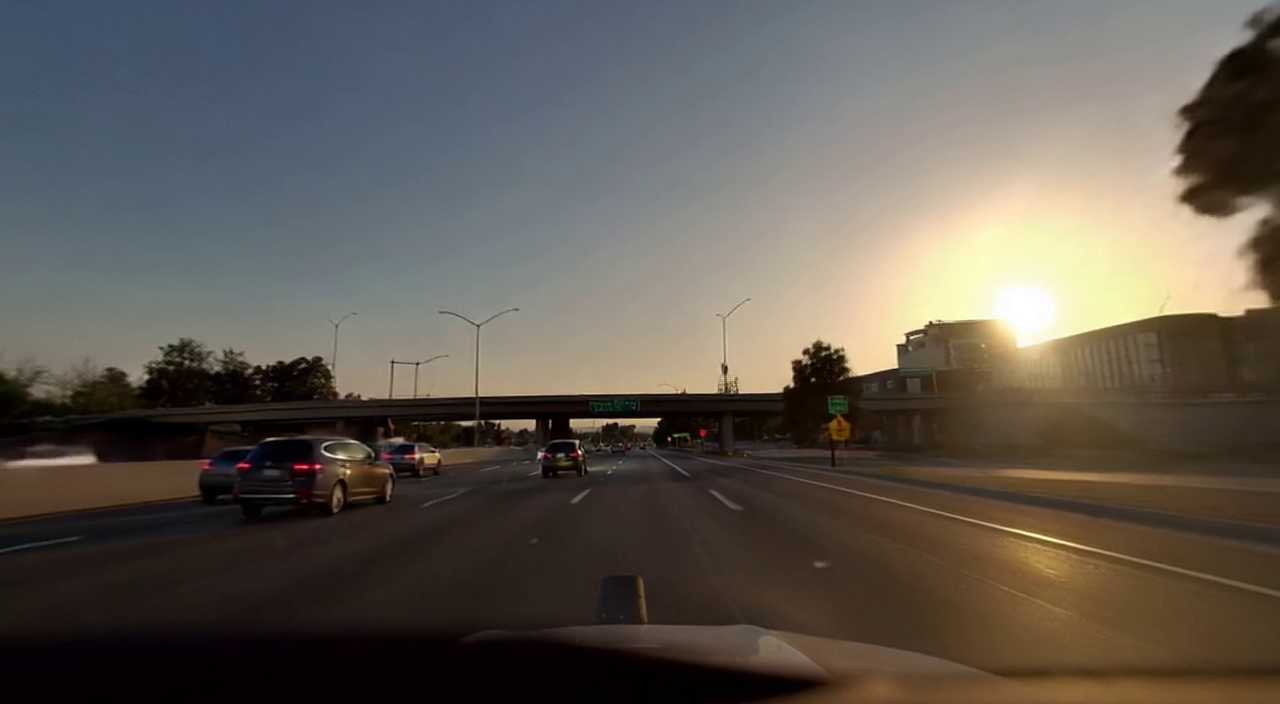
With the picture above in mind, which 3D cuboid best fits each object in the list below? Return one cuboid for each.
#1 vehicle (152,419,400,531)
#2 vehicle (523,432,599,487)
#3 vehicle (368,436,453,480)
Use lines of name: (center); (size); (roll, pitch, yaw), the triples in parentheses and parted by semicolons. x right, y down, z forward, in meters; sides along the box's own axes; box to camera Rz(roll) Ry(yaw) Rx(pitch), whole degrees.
vehicle: (-6.761, 2.322, 12.570); (2.015, 1.762, 4.790); (0, -8, 1)
vehicle: (-2.608, 3.687, 21.990); (2.027, 1.697, 4.307); (0, -8, 1)
vehicle: (-10.030, 4.673, 28.064); (1.969, 1.759, 4.758); (0, -8, 0)
